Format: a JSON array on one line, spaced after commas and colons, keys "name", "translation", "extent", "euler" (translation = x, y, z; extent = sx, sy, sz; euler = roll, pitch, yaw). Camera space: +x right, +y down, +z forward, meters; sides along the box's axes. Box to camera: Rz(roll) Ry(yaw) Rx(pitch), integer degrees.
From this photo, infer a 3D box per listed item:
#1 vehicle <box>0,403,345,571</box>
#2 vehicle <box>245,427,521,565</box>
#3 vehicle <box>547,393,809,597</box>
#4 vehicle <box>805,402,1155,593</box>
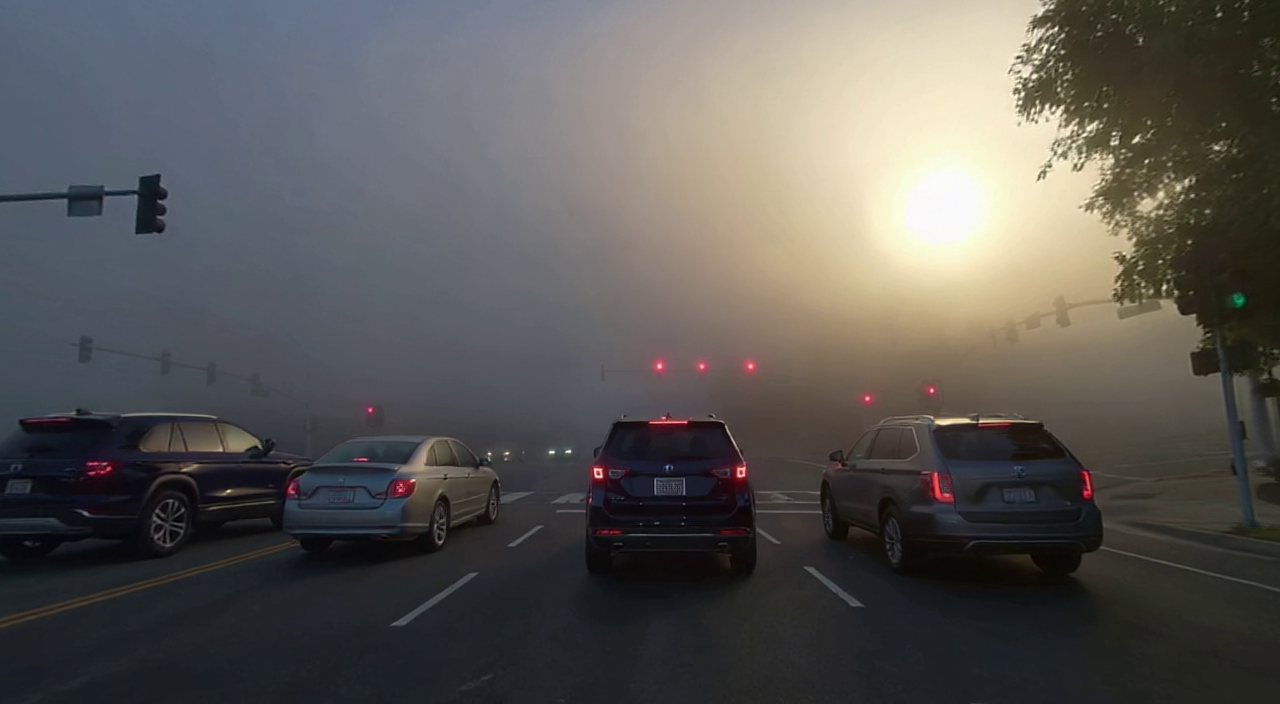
[{"name": "vehicle", "translation": [-6.634, 1.817, 9.306], "extent": [2.075, 1.796, 4.785], "euler": [0, -8, 2]}, {"name": "vehicle", "translation": [-3.234, 1.888, 9.103], "extent": [1.885, 1.475, 4.359], "euler": [-1, -8, 4]}, {"name": "vehicle", "translation": [0.395, 1.515, 7.486], "extent": [2.198, 1.708, 4.170], "euler": [0, -8, 2]}, {"name": "vehicle", "translation": [3.530, 1.588, 7.747], "extent": [2.047, 1.638, 4.395], "euler": [-1, -8, 4]}]
